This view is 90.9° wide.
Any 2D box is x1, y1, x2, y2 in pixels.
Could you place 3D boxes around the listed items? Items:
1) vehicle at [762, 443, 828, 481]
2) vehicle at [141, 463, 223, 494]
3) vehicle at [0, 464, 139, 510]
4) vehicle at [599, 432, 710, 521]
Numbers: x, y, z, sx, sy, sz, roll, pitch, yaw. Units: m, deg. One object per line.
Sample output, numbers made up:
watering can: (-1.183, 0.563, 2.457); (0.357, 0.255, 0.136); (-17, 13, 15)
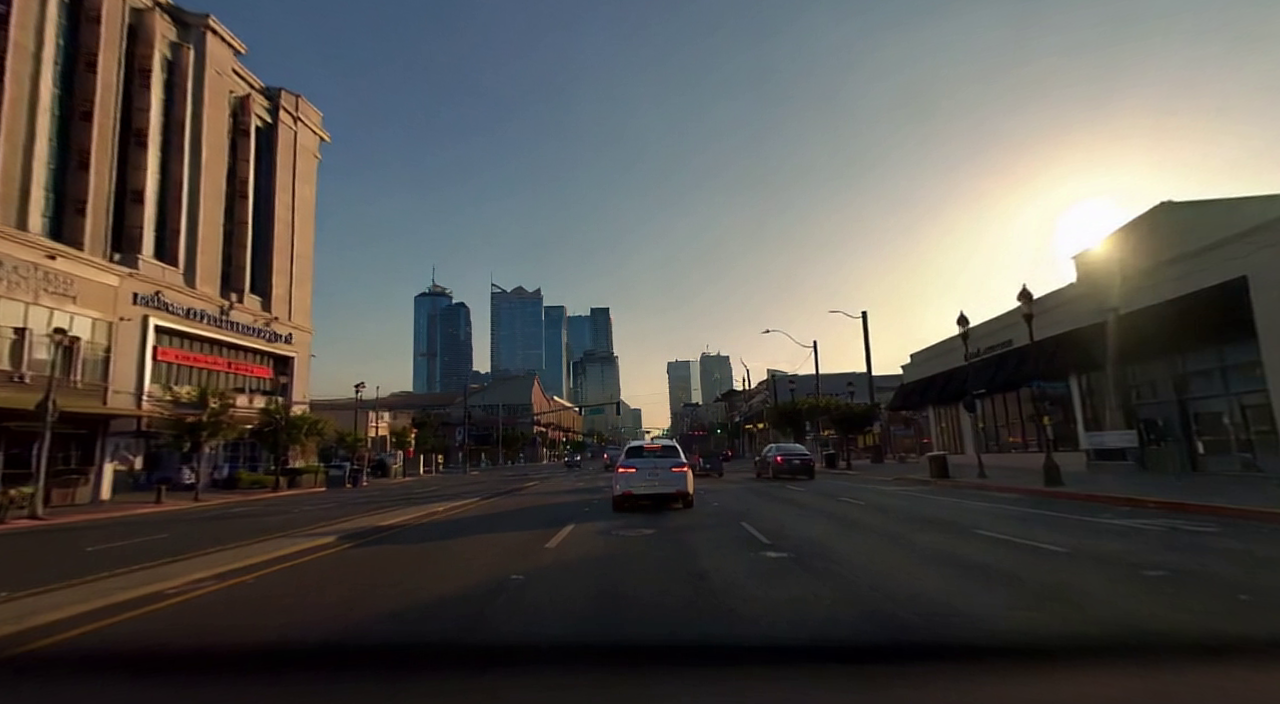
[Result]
vehicle: (7.189, 5.146, 29.746); (2.086, 1.627, 4.294); (0, -8, 1)
vehicle: (-27.892, 7.700, 38.543); (1.861, 1.578, 4.152); (0, -8, 1)
vehicle: (-25.888, 6.098, 28.821); (2.026, 1.808, 4.835); (0, -9, -2)
vehicle: (0.272, 2.671, 14.027); (2.125, 1.669, 3.880); (0, -8, 0)
